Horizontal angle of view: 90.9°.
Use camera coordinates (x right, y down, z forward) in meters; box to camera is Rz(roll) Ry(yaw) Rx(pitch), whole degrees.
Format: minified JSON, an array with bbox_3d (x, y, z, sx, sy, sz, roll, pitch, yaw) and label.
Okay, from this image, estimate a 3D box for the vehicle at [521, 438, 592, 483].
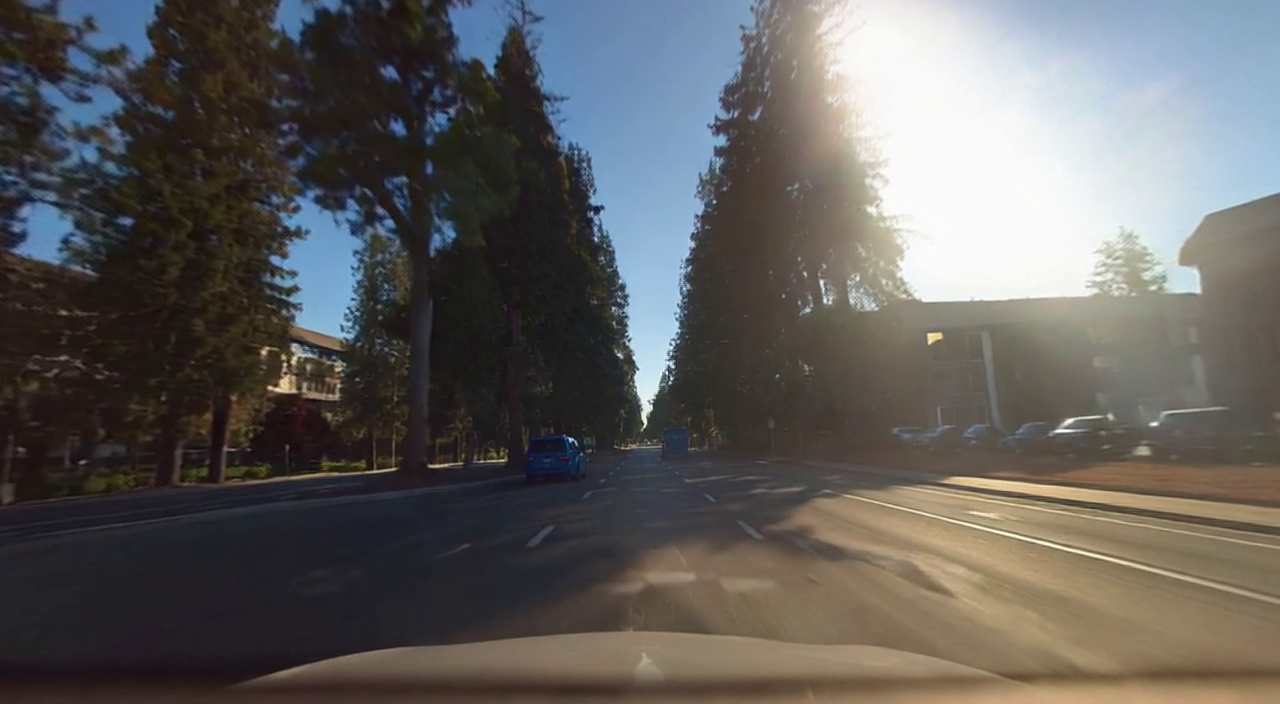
[{"bbox_3d":[-3.148,4.209,24.791,2.129,1.602,4.532,0,-8,1],"label":"vehicle"}]
